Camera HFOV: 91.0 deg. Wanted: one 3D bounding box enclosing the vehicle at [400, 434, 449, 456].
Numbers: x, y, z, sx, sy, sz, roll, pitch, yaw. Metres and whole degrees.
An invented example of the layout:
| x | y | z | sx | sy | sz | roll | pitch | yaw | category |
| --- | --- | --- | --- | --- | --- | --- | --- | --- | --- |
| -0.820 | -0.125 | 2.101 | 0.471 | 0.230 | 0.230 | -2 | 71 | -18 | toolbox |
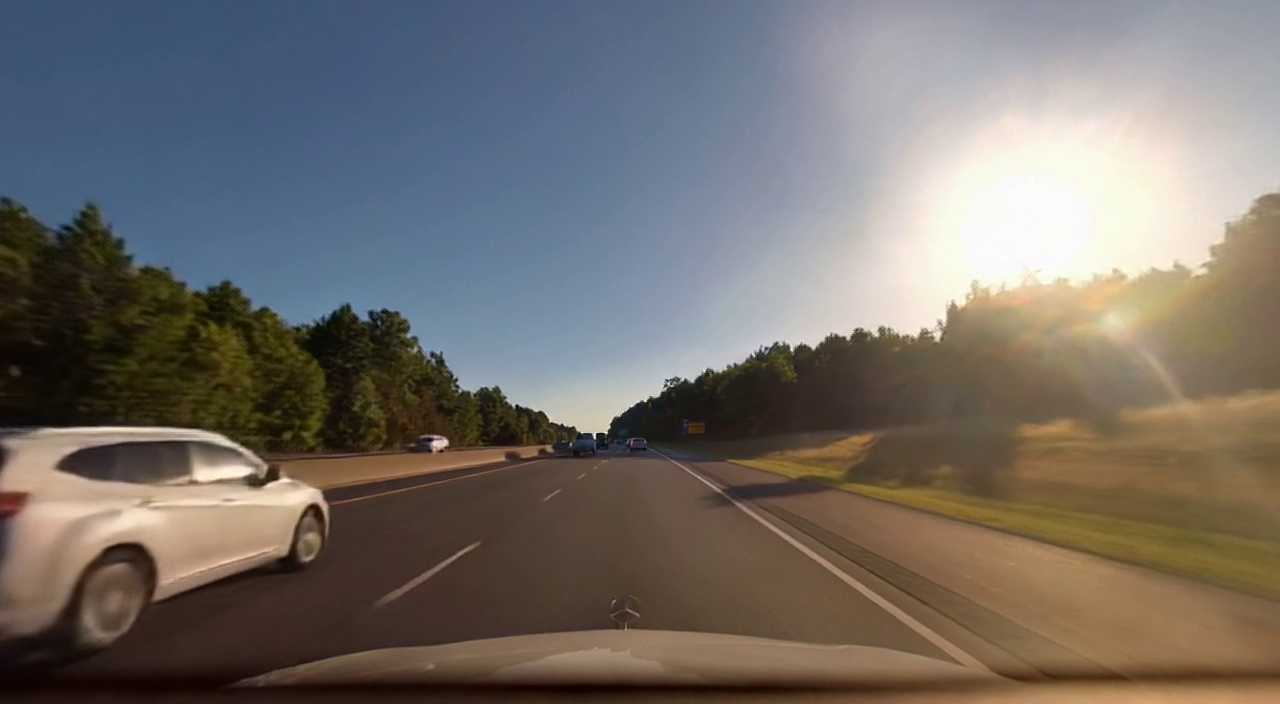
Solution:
| x | y | z | sx | sy | sz | roll | pitch | yaw | category |
| --- | --- | --- | --- | --- | --- | --- | --- | --- | --- |
| -15.990 | 6.925 | 46.814 | 1.932 | 1.560 | 4.669 | 0 | -8 | 1 | vehicle |

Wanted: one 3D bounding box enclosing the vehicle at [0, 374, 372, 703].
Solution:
| x | y | z | sx | sy | sz | roll | pitch | yaw | category |
| --- | --- | --- | --- | --- | --- | --- | --- | --- | --- |
| -3.896 | 1.083 | 4.121 | 2.190 | 1.571 | 4.643 | 0 | -8 | 1 | vehicle |
